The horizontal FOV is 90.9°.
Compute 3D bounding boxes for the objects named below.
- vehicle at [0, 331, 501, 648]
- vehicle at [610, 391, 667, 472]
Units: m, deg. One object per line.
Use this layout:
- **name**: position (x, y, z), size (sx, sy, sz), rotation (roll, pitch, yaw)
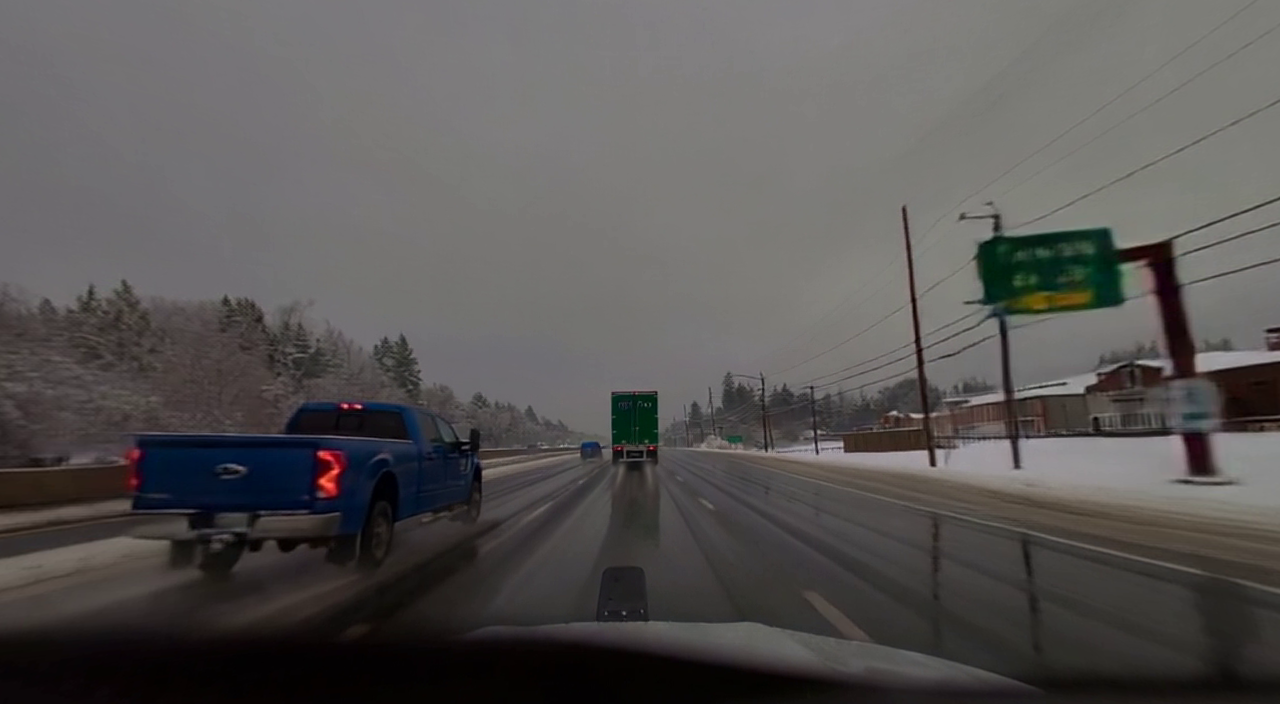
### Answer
- **vehicle**: position (-3.798, 1.384, 7.579), size (2.749, 2.141, 6.515), rotation (0, -8, 0)
- **vehicle**: position (-0.101, 4.997, 38.736), size (2.879, 4.085, 13.125), rotation (0, -8, 0)
